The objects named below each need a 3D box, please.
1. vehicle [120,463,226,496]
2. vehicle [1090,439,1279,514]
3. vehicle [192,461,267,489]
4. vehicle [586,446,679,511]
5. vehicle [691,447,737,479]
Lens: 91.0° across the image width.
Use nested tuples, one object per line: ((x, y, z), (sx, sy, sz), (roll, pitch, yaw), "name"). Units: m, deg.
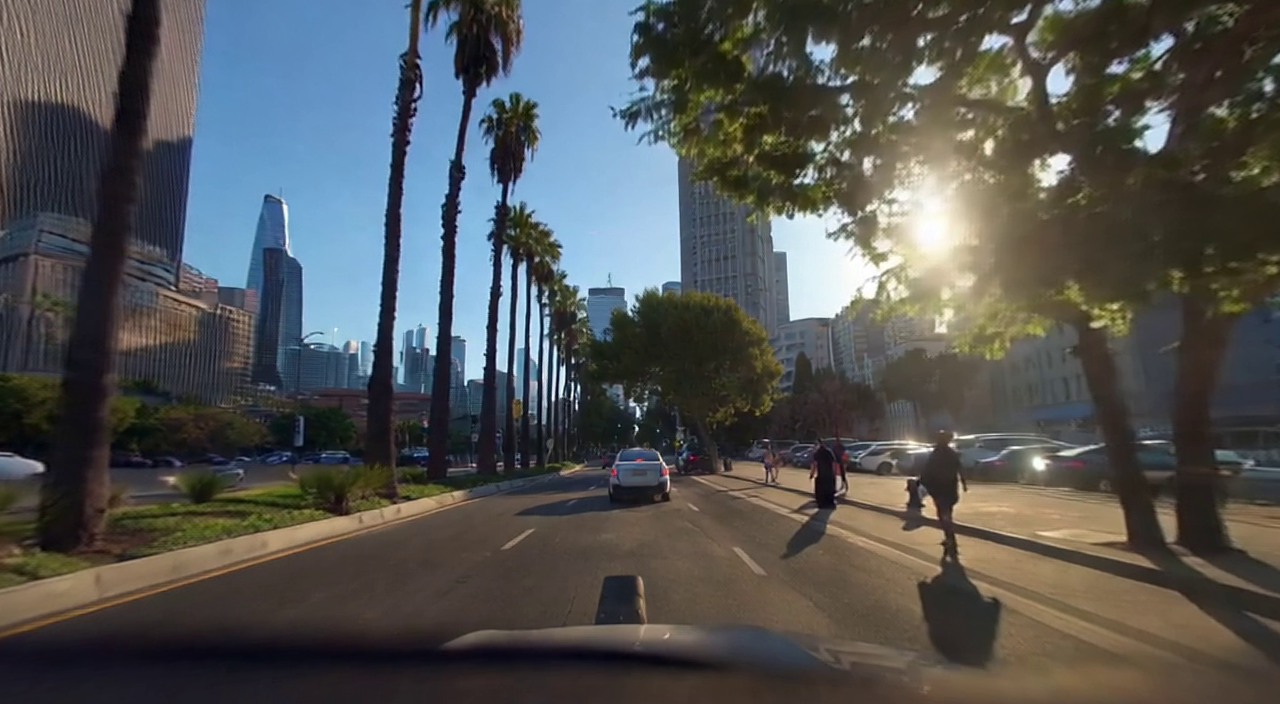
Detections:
((-23.300, 6.353, 31.641), (1.860, 1.420, 4.472), (0, -8, 0), "vehicle")
((12.943, 2.680, 13.867), (4.363, 1.488, 2.248), (1, -9, -4), "vehicle")
((-26.580, 7.947, 40.926), (1.913, 1.604, 4.331), (0, -8, 0), "vehicle")
((-0.148, 3.332, 17.098), (2.235, 1.528, 3.876), (0, -8, 1), "vehicle")
((4.338, 6.580, 37.561), (2.136, 1.774, 4.778), (0, -8, 0), "vehicle")
